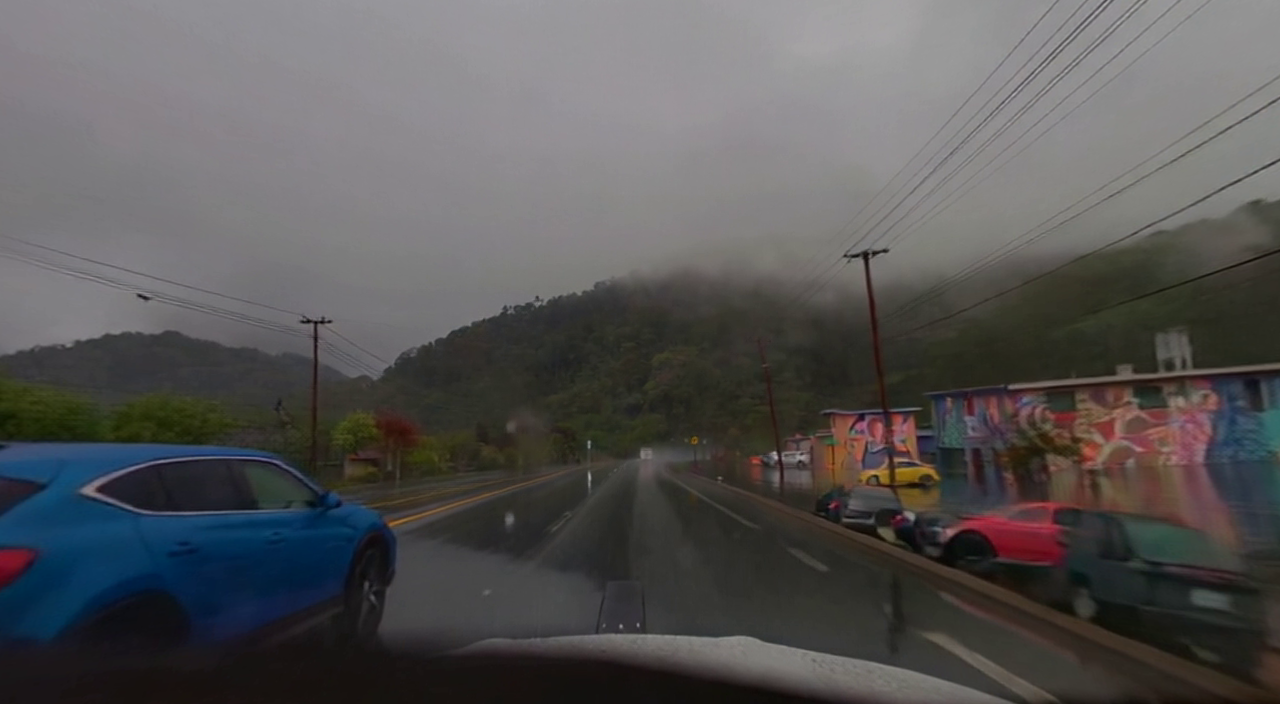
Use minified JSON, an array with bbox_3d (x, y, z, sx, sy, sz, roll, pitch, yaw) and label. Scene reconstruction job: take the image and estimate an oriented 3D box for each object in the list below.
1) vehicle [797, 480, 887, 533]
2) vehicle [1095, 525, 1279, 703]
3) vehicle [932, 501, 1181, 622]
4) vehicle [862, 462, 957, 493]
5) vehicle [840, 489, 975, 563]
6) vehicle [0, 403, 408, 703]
[{"bbox_3d":[7.281,5.587,23.204,1.976,1.563,3.852,0,-9,-1],"label":"vehicle"},{"bbox_3d":[7.172,2.792,6.553,1.849,1.439,4.143,0,-9,1],"label":"vehicle"},{"bbox_3d":[7.301,3.685,11.716,1.896,1.451,4.070,0,-9,2],"label":"vehicle"},{"bbox_3d":[16.806,7.838,39.606,4.995,1.794,2.020,-1,-9,3],"label":"vehicle"},{"bbox_3d":[7.101,4.648,17.359,1.791,1.445,4.412,0,-9,0],"label":"vehicle"},{"bbox_3d":[-2.959,1.106,3.204,1.972,1.496,4.150,0,-9,0],"label":"vehicle"}]
